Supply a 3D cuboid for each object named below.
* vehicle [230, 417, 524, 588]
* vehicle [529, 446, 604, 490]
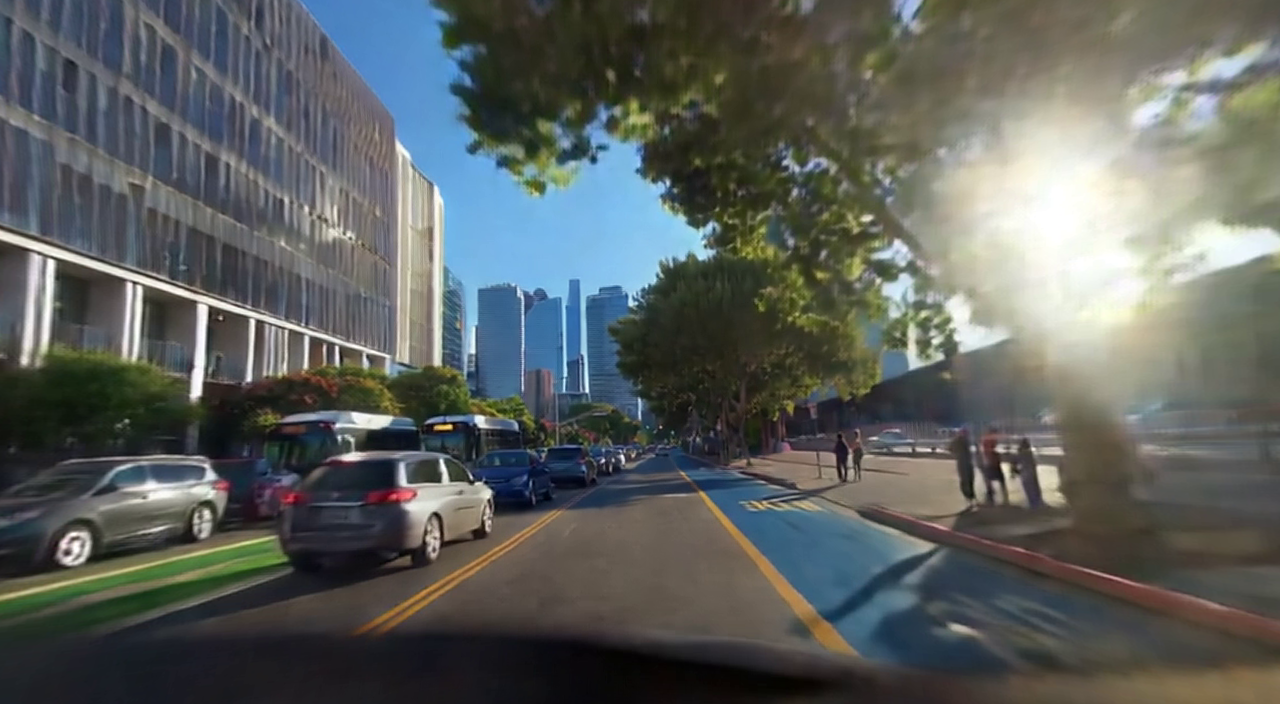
[{"bbox_3d":[-3.309,1.983,9.239,2.225,1.848,4.472,0,-8,2],"label":"vehicle"},{"bbox_3d":[-2.870,4.657,25.854,2.266,1.621,4.783,-1,-8,3],"label":"vehicle"}]
